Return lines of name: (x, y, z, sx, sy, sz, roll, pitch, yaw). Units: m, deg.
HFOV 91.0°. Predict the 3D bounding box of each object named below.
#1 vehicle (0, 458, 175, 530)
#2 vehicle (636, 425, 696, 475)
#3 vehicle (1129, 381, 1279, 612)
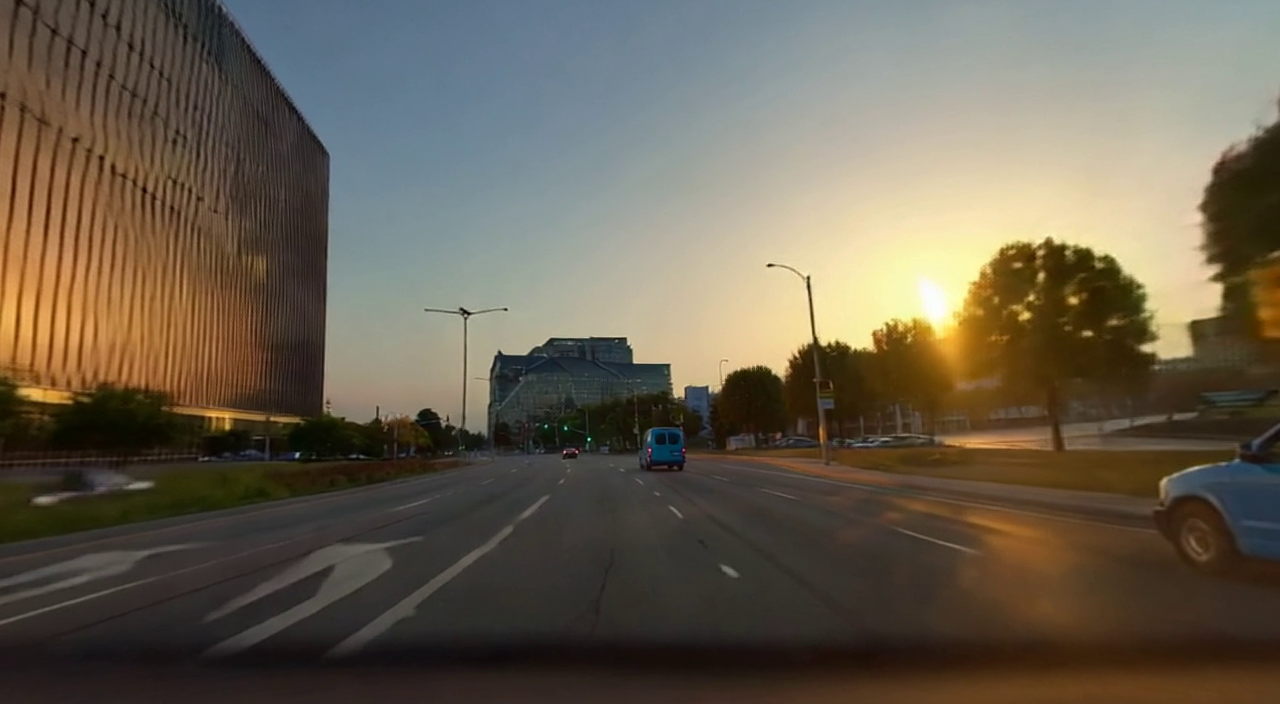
vehicle: (-14.565, 3.515, 16.147, 1.893, 1.447, 4.581, 0, -8, -3)
vehicle: (1.186, 4.830, 31.284, 2.339, 2.244, 4.817, 1, -8, -6)
vehicle: (5.847, 0.964, 3.894, 1.992, 1.726, 4.434, 0, -8, -1)
